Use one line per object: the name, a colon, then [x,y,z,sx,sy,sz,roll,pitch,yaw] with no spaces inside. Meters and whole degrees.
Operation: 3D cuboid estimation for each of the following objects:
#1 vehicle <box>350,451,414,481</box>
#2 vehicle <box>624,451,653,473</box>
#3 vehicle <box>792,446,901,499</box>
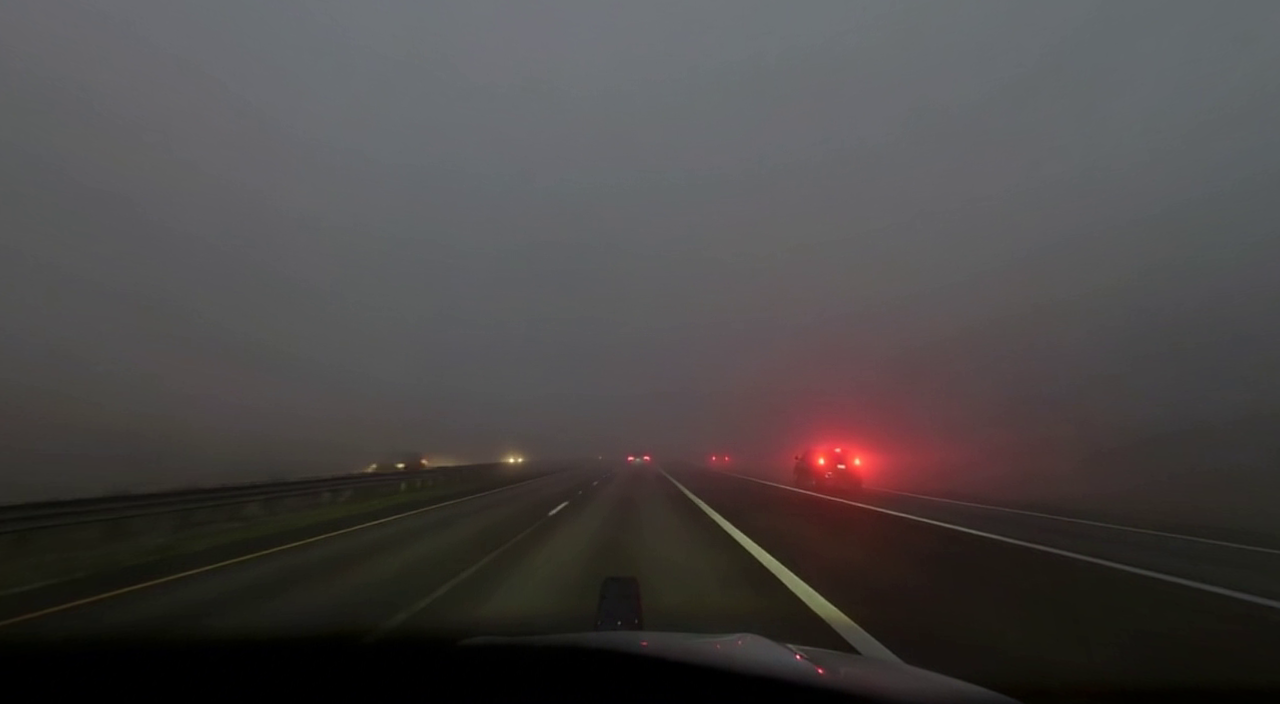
vehicle: [-15.373,6.785,37.623,1.914,1.628,4.521,-1,-9,1]
vehicle: [-0.077,8.101,46.269,2.025,1.526,4.181,0,-9,0]
vehicle: [6.750,3.964,21.079,2.008,1.533,4.592,0,-9,-1]
